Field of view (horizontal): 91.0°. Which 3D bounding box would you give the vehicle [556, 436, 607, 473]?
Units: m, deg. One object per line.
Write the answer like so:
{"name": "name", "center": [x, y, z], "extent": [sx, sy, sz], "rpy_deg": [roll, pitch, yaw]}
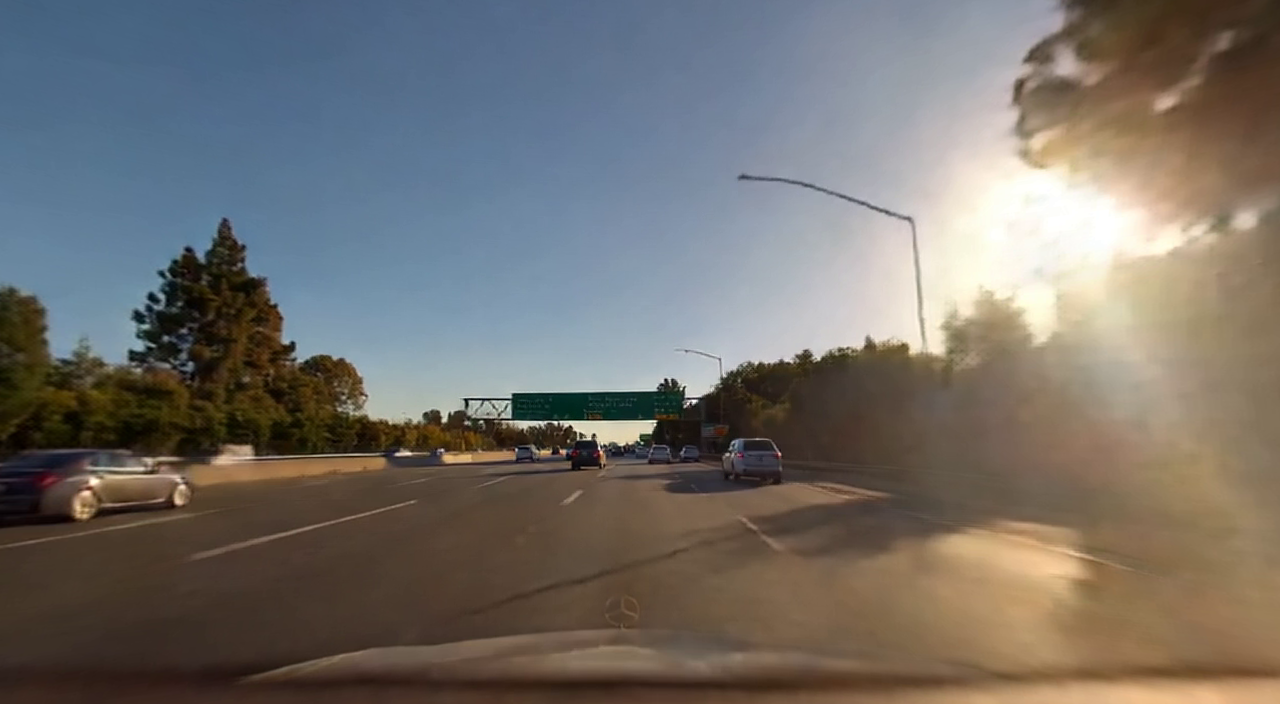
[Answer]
{"name": "vehicle", "center": [-3.292, 5.952, 36.687], "extent": [2.449, 1.929, 5.503], "rpy_deg": [0, -9, 0]}

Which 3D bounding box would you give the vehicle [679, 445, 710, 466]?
{"name": "vehicle", "center": [4.062, 7.815, 47.700], "extent": [1.929, 1.485, 4.482], "rpy_deg": [0, -9, 0]}

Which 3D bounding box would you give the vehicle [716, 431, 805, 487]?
{"name": "vehicle", "center": [4.189, 3.817, 22.799], "extent": [2.218, 1.776, 4.807], "rpy_deg": [0, -9, 0]}

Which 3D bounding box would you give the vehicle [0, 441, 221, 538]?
{"name": "vehicle", "center": [-10.660, 2.482, 12.090], "extent": [1.974, 1.472, 4.684], "rpy_deg": [0, -9, 0]}

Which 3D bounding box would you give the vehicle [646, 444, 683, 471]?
{"name": "vehicle", "center": [1.446, 6.382, 38.312], "extent": [2.126, 1.529, 4.438], "rpy_deg": [-1, -9, 1]}
